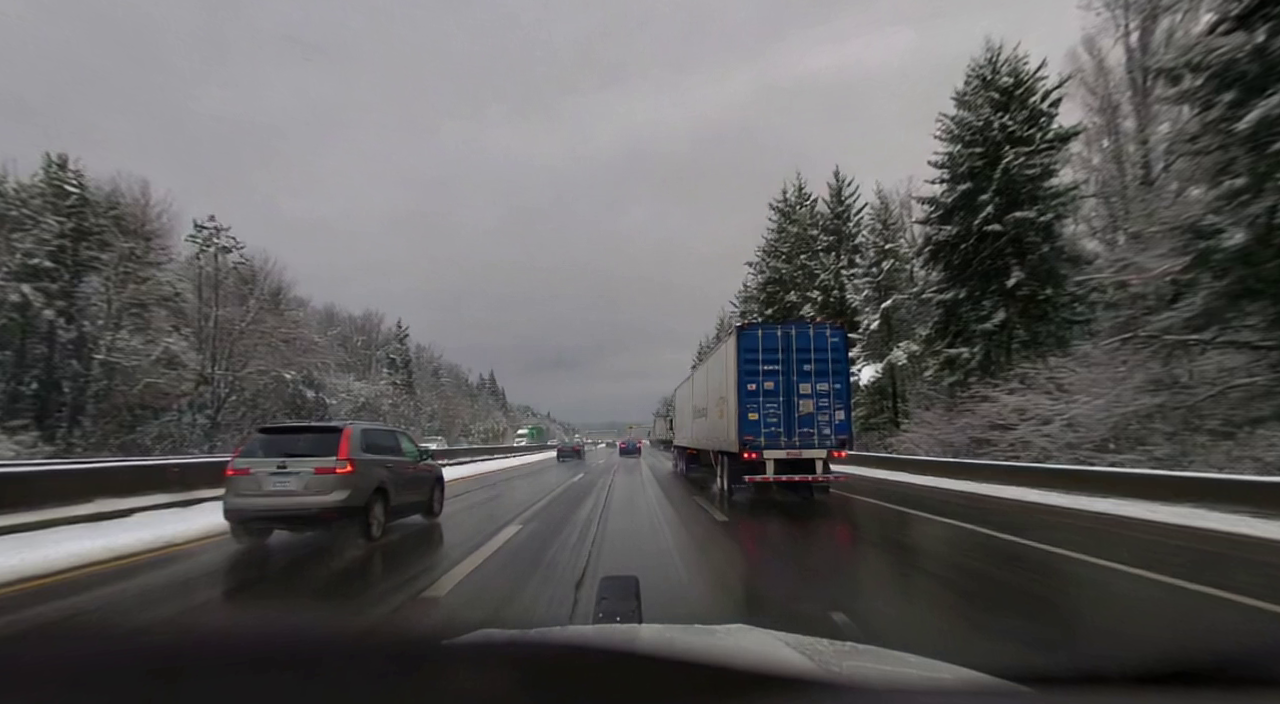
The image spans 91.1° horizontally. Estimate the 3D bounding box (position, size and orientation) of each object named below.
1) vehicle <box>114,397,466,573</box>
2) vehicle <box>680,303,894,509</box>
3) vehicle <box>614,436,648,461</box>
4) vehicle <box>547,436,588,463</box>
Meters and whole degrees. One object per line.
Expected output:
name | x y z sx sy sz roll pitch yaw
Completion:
vehicle | -3.967 1.571 8.283 2.054 1.671 4.445 0 -8 0
vehicle | 3.332 1.996 19.615 2.959 4.058 14.485 0 -8 -1
vehicle | -0.590 6.290 41.216 2.088 1.567 4.240 0 -8 -1
vehicle | -4.379 5.959 38.669 2.021 1.514 4.190 0 -8 0
